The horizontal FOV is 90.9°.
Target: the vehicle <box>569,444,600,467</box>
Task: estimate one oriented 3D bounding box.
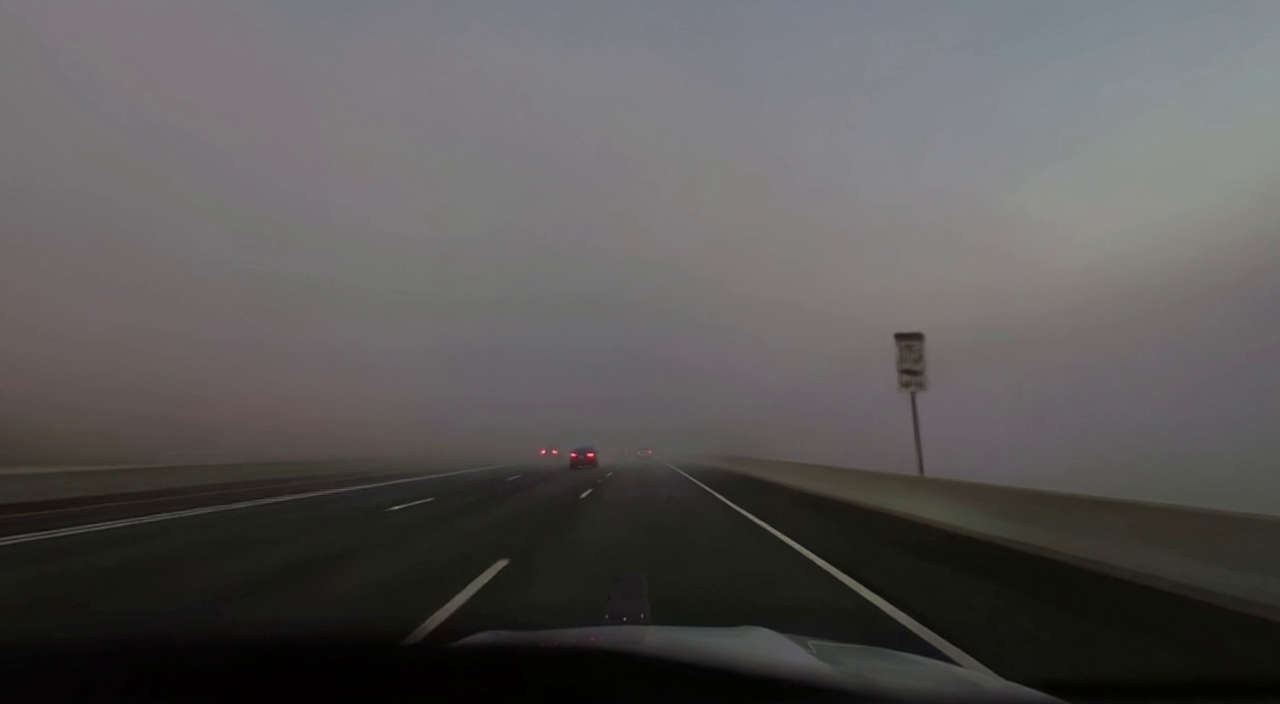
[{"bbox_3d":[-3.775,7.160,43.807,1.786,1.488,4.023,0,-9,0],"label":"vehicle"}]
